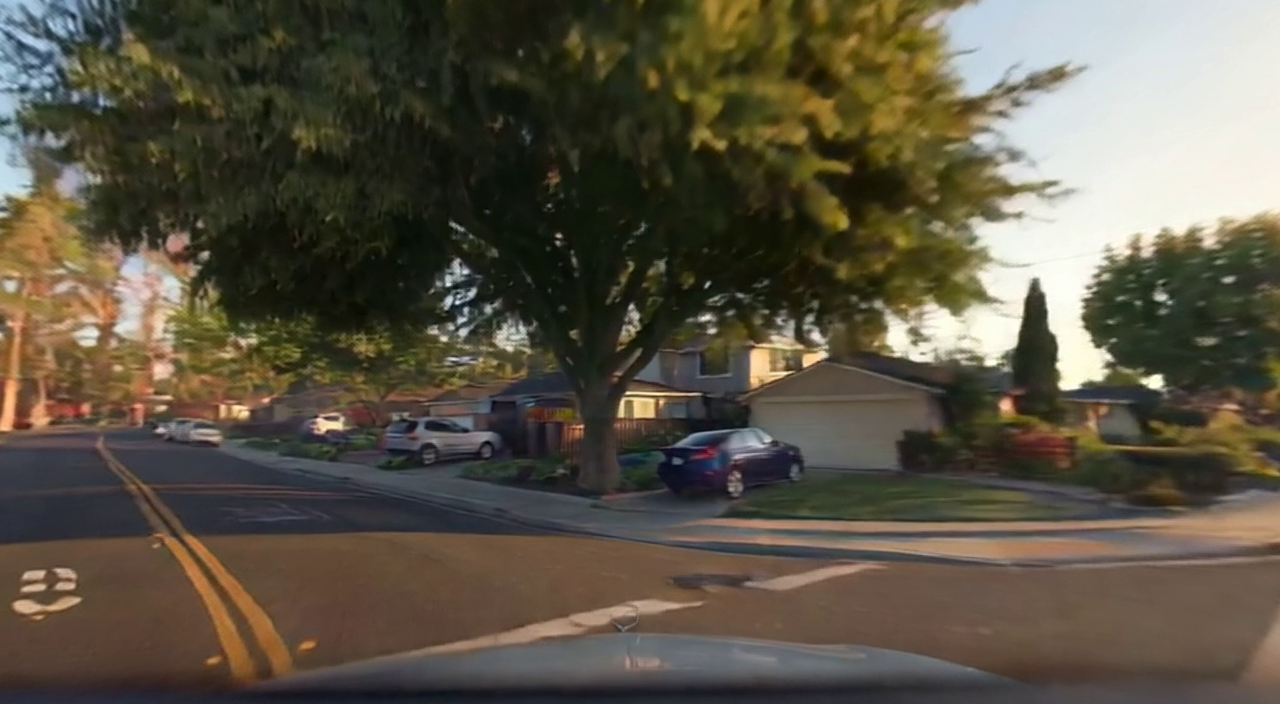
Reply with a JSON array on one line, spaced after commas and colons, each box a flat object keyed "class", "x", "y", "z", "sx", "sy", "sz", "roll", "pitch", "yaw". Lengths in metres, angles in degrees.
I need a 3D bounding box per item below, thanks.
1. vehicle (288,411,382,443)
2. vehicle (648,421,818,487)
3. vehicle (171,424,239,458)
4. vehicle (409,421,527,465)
[{"class": "vehicle", "x": -19.262, "y": 4.750, "z": 39.985, "sx": 4.861, "sy": 1.911, "sz": 2.181, "roll": 6, "pitch": -10, "yaw": -41}, {"class": "vehicle", "x": 2.556, "y": 2.679, "z": 16.798, "sx": 4.569, "sy": 1.499, "sz": 1.917, "roll": 7, "pitch": -11, "yaw": -40}, {"class": "vehicle", "x": -21.546, "y": 4.403, "z": 31.202, "sx": 2.009, "sy": 1.506, "sz": 4.698, "roll": 8, "pitch": -11, "yaw": -42}, {"class": "vehicle", "x": -7.070, "y": 3.793, "z": 26.208, "sx": 4.230, "sy": 1.666, "sz": 1.978, "roll": 7, "pitch": -11, "yaw": -39}]
